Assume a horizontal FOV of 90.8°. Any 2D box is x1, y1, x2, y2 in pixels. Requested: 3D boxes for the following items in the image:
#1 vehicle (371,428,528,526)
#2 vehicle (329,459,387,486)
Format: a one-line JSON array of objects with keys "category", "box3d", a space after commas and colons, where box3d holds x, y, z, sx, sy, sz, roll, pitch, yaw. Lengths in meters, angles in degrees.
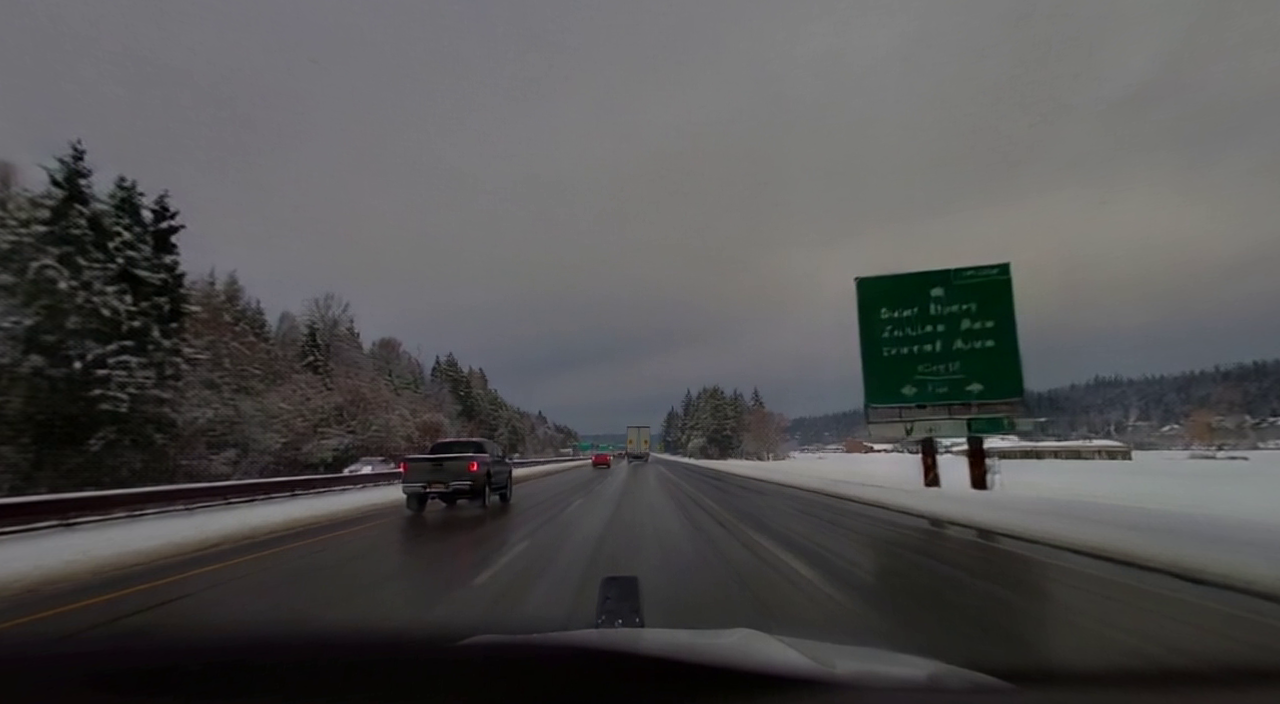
[{"category": "vehicle", "box3d": [-4.056, 2.756, 14.403, 2.079, 1.845, 4.654, 0, -9, 0]}, {"category": "vehicle", "box3d": [-16.907, 7.241, 37.999, 1.791, 1.483, 3.609, 0, -9, 0]}]
